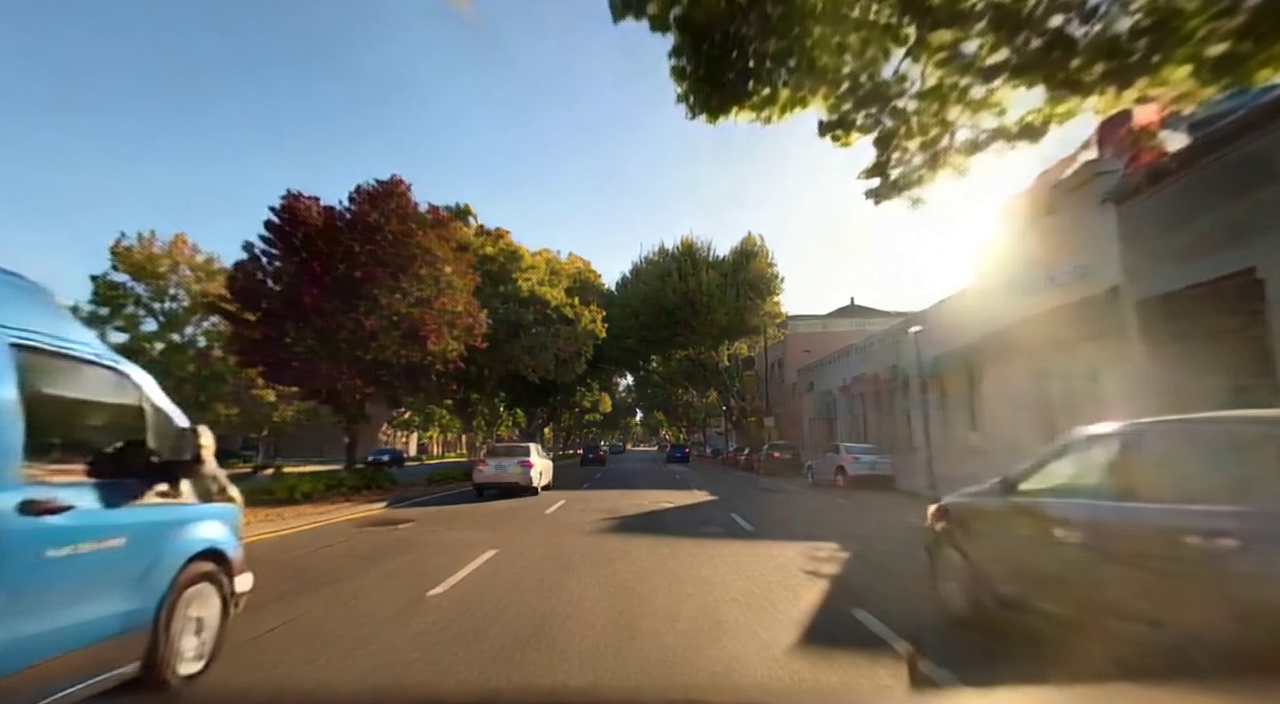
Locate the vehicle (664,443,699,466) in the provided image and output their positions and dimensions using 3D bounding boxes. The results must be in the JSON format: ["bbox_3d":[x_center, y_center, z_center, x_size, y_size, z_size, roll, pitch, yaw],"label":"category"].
[{"bbox_3d":[2.736,6.918,42.806,1.961,1.482,4.538,0,-8,-1],"label":"vehicle"}]

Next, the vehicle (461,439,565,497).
[{"bbox_3d":[-3.538,3.334,18.529,2.060,1.466,4.387,0,-8,1],"label":"vehicle"}]

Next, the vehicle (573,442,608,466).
[{"bbox_3d":[-3.604,7.532,46.934,2.145,1.694,4.642,0,-8,1],"label":"vehicle"}]

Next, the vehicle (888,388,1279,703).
[{"bbox_3d":[3.291,1.041,3.353,2.021,1.491,4.563,0,-8,-1],"label":"vehicle"}]

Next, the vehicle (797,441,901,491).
[{"bbox_3d":[6.762,3.718,20.999,1.896,1.479,4.416,0,-8,-1],"label":"vehicle"}]

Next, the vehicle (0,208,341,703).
[{"bbox_3d":[-3.545,0.518,1.876,2.490,2.153,5.594,0,-9,1],"label":"vehicle"}]

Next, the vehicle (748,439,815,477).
[{"bbox_3d":[6.588,4.972,29.869,1.983,1.618,4.108,0,-9,-4],"label":"vehicle"}]
